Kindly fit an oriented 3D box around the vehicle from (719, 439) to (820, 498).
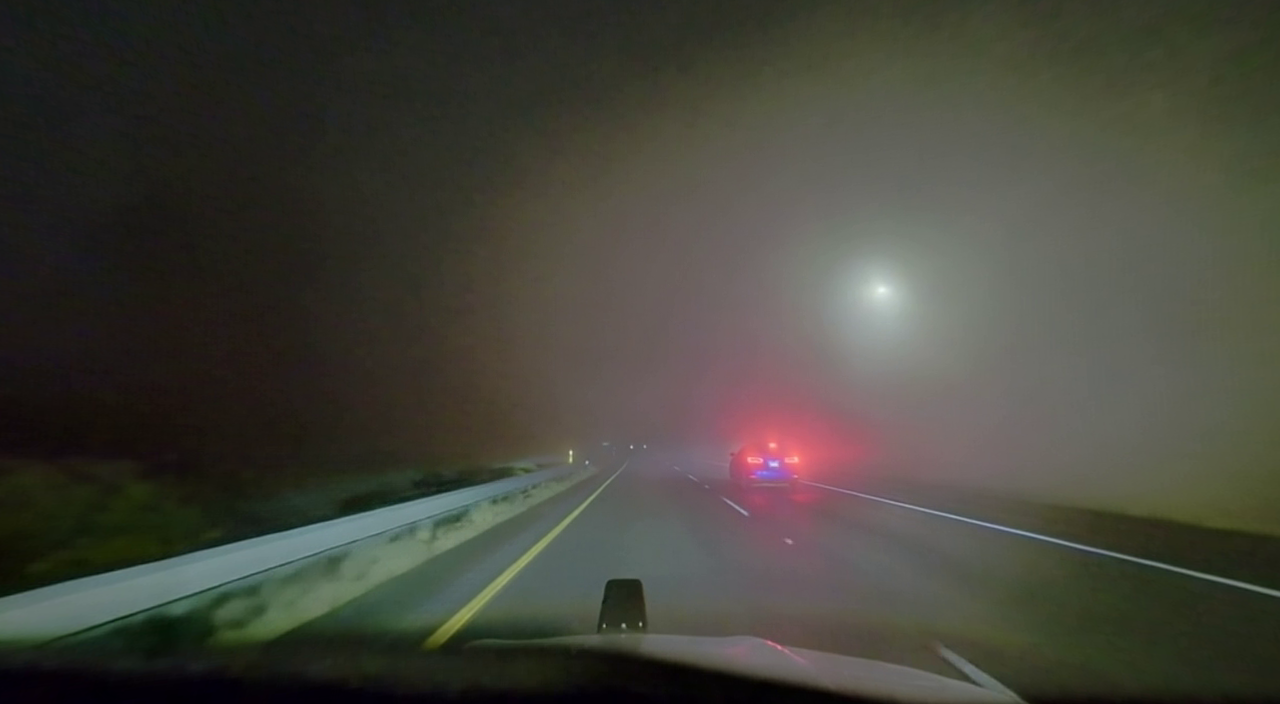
[{"bbox_3d":[3.560,3.286,18.259,2.003,1.466,4.441,0,-9,0],"label":"vehicle"}]
